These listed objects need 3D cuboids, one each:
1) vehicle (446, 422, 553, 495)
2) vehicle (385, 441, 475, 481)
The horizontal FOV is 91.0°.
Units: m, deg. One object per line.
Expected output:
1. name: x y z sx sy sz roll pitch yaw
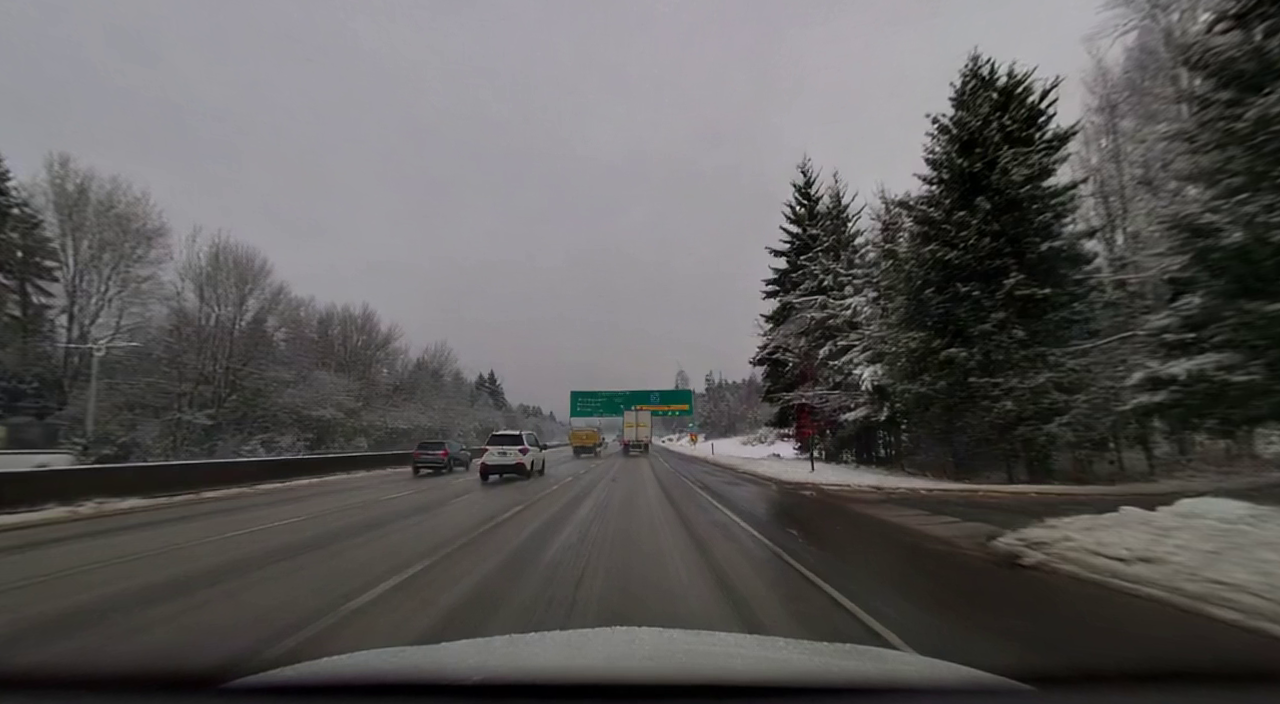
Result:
1. vehicle: -3.948 3.089 18.712 2.127 1.839 4.984 0 -8 -1
2. vehicle: -7.874 4.110 24.085 1.946 1.365 4.420 0 -8 0
